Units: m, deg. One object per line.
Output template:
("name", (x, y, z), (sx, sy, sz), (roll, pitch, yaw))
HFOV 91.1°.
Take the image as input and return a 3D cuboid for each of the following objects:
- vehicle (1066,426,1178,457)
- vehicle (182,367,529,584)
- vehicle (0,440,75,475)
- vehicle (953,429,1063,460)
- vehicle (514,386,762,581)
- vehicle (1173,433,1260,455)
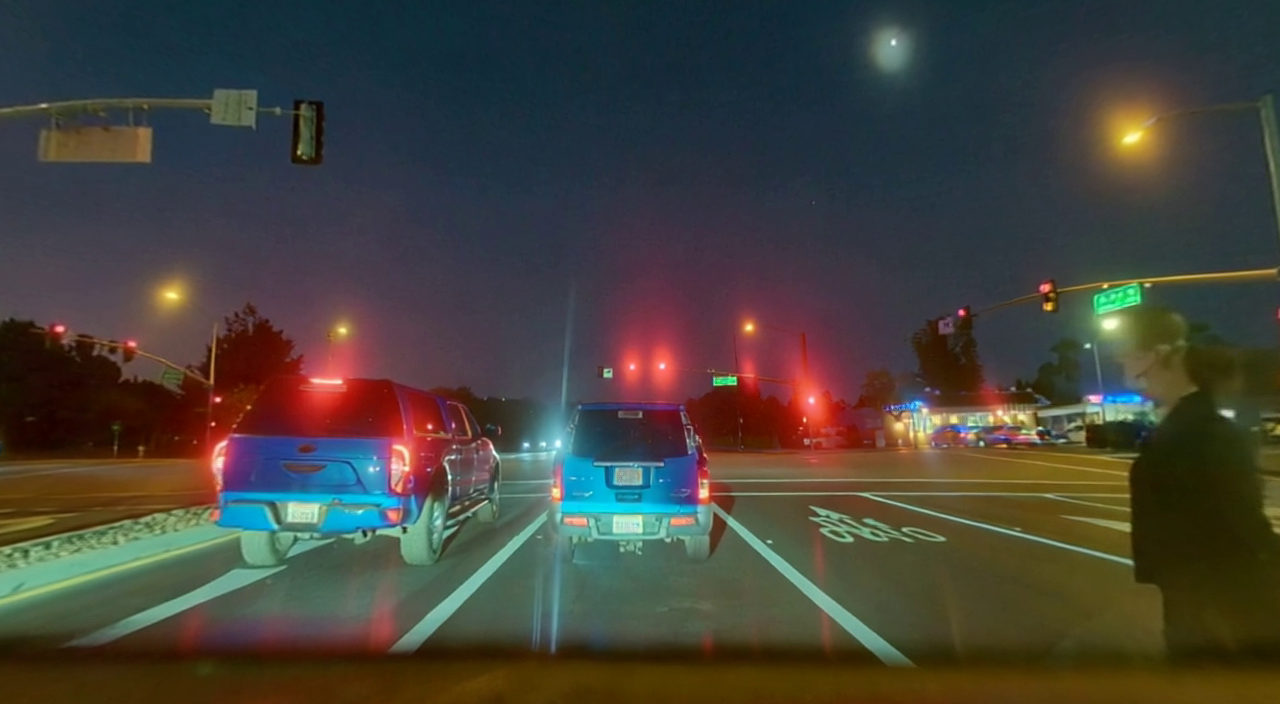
("vehicle", (27.938, 5.202, 36.504), (4.849, 1.759, 2.041), (0, -8, -3))
("vehicle", (-2.952, 1.444, 8.082), (2.220, 1.926, 4.870), (0, -8, -1))
("vehicle", (-32.177, 5.370, 32.135), (4.406, 1.682, 2.040), (0, -8, -1))
("vehicle", (19.315, 4.872, 33.048), (4.624, 1.601, 1.871), (0, -8, -3))
("vehicle", (-0.062, 1.520, 8.041), (2.204, 1.738, 4.690), (0, -8, -1))
("vehicle", (40.210, 6.423, 43.818), (4.396, 1.479, 1.778), (0, -8, -3))
